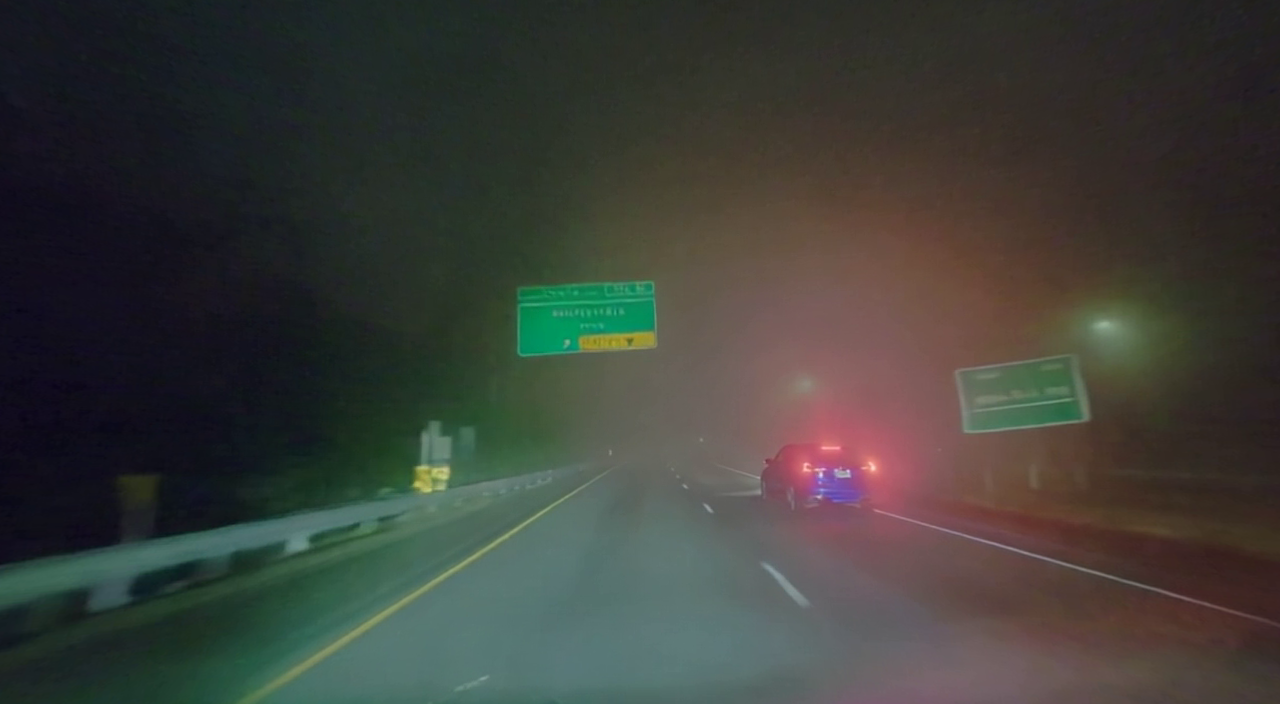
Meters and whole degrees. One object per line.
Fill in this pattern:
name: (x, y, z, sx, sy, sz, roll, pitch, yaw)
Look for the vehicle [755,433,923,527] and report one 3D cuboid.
vehicle: (3.645, 2.406, 12.423, 1.997, 1.515, 4.025, 0, -8, 0)
